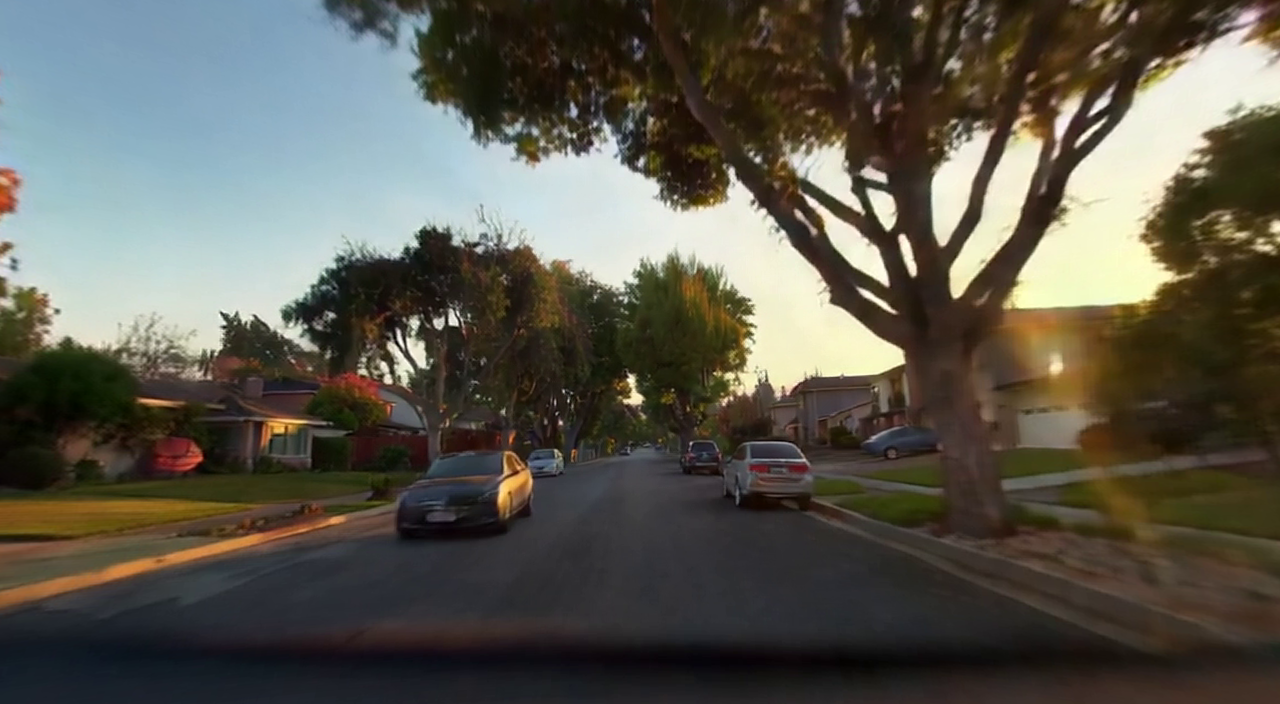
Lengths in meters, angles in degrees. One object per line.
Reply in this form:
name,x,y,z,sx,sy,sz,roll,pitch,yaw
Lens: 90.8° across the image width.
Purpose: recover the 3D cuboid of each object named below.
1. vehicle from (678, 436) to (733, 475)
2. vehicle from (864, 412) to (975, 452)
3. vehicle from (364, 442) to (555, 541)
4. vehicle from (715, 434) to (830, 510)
vehicle,3.427,5.536,34.066,2.350,1.912,5.696,0,-8,0
vehicle,13.326,3.814,30.388,4.310,1.805,2.289,-1,-6,6
vehicle,-3.104,2.497,12.120,2.104,1.497,4.781,0,-8,2
vehicle,3.217,3.002,16.392,2.079,1.651,4.783,0,-8,2
